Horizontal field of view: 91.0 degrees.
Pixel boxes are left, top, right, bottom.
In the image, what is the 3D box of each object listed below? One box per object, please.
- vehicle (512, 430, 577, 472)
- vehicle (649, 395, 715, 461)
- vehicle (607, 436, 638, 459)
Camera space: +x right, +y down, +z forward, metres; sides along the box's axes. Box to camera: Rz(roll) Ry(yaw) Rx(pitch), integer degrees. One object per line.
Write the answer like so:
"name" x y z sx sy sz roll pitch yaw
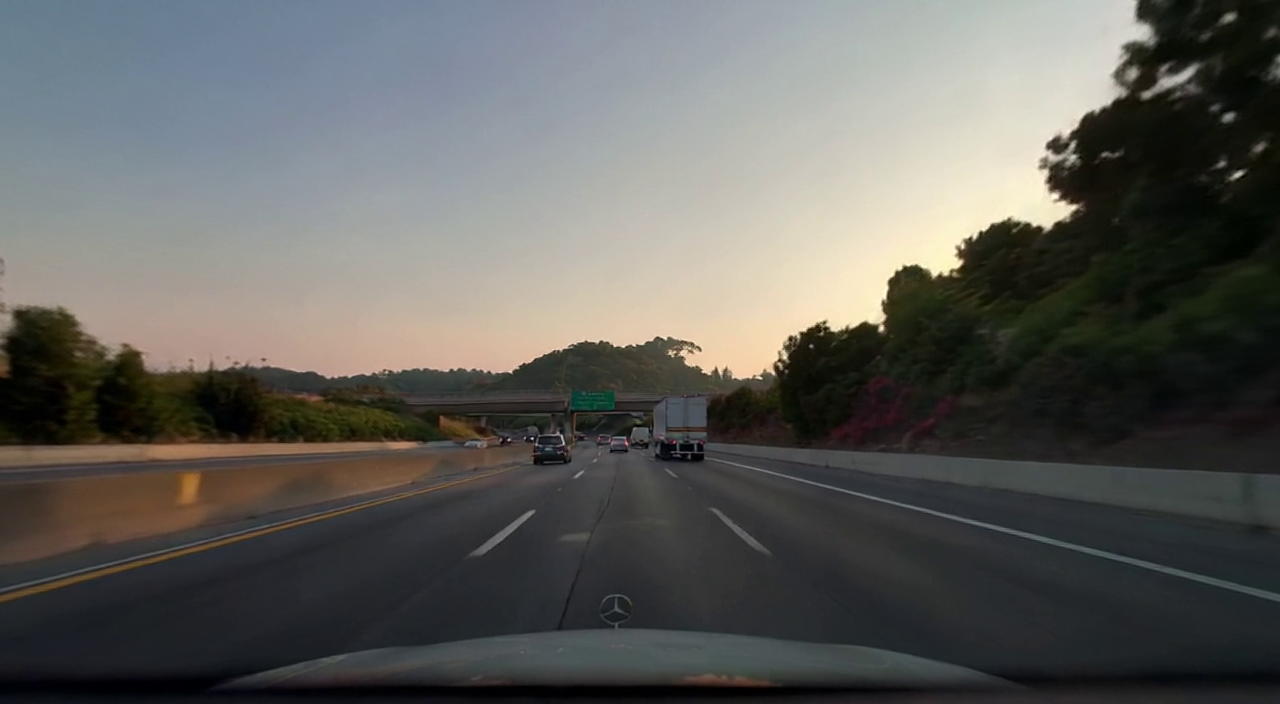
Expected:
"vehicle" -4.329 4.558 29.255 2.377 1.747 4.703 0 -8 -1
"vehicle" 2.696 5.681 46.048 3.301 4.034 13.722 0 -8 -3
"vehicle" -1.243 6.656 43.982 2.125 1.542 3.816 0 -8 -2
